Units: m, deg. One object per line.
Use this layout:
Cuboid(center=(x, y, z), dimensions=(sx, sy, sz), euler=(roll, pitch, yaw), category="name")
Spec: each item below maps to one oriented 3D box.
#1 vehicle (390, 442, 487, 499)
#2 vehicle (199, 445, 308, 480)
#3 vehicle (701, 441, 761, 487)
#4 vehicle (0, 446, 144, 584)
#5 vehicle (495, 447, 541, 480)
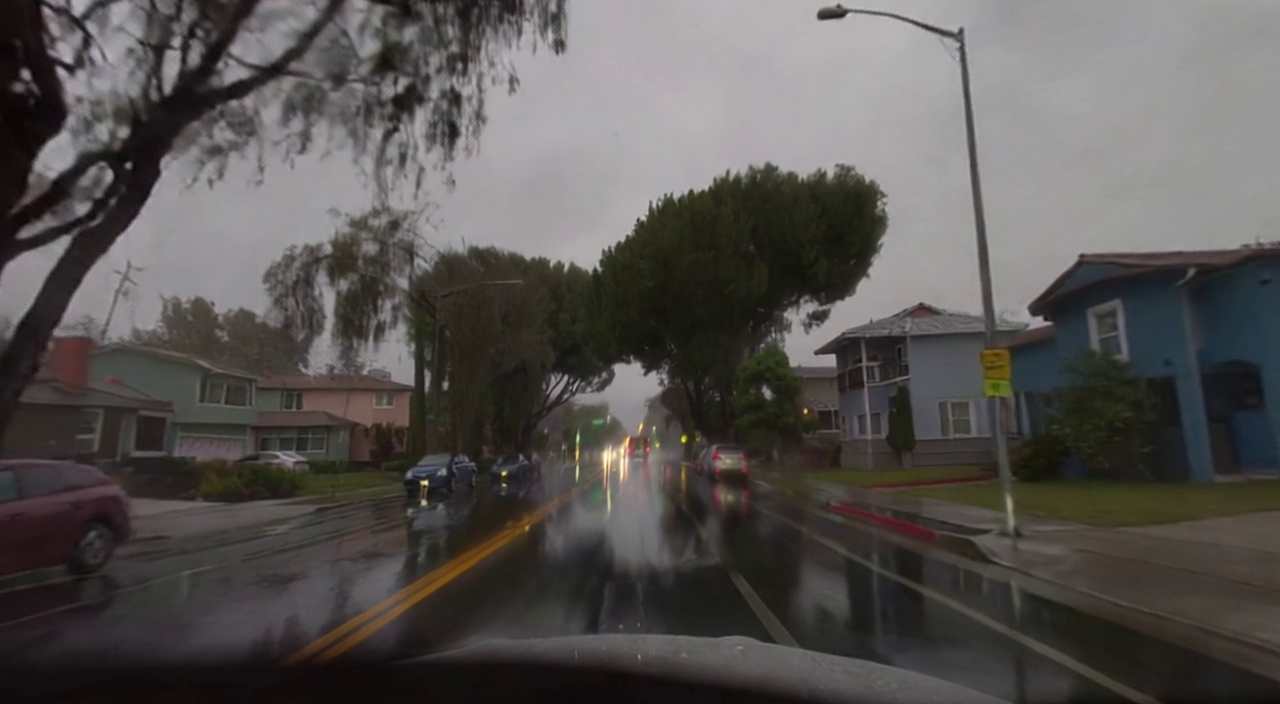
Cuboid(center=(-8.008, 4.706, 25.742), dimensions=(2.094, 1.840, 5.450), euler=(-6, -8, 0), category="vehicle")
Cuboid(center=(-19.855, 5.661, 32.600), dimensions=(4.197, 1.659, 2.059), euler=(1, -8, 0), category="vehicle")
Cuboid(center=(4.283, 5.316, 30.331), dimensions=(2.060, 1.833, 4.927), euler=(5, -9, 1), category="vehicle")
Cuboid(center=(-8.168, 1.853, 6.654), dimensions=(1.921, 1.494, 4.884), euler=(-4, -8, 1), category="vehicle")
Cuboid(center=(-7.734, 7.101, 40.457), dimensions=(1.898, 1.755, 4.603), euler=(-5, -8, 0), category="vehicle")
